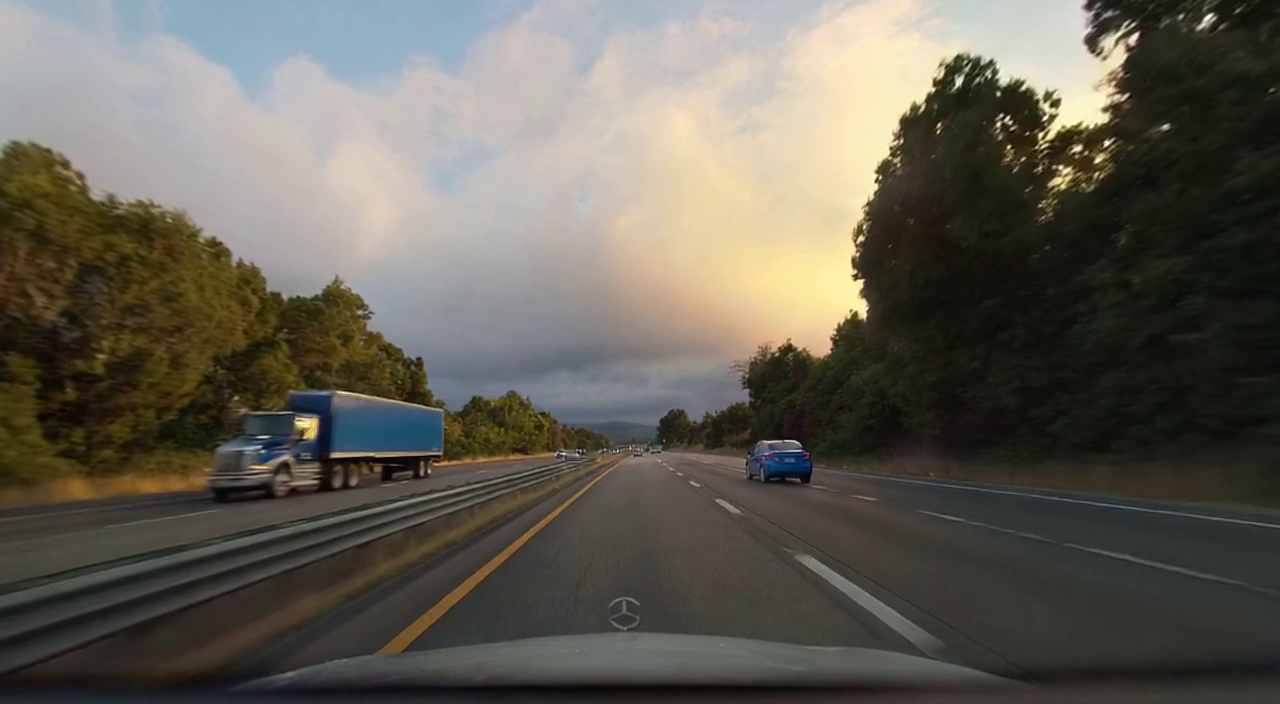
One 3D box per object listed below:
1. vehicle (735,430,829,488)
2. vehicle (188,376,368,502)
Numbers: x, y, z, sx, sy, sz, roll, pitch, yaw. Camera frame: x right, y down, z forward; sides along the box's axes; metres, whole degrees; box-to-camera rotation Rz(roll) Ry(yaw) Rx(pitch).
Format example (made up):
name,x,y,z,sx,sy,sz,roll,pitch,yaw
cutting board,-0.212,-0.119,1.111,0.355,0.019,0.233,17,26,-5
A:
name,x,y,z,sx,sy,sz,roll,pitch,yaw
vehicle,4.842,3.735,22.161,2.117,1.783,4.627,0,-9,-1
vehicle,-12.749,3.186,22.944,3.010,3.969,5.822,0,-9,-1
